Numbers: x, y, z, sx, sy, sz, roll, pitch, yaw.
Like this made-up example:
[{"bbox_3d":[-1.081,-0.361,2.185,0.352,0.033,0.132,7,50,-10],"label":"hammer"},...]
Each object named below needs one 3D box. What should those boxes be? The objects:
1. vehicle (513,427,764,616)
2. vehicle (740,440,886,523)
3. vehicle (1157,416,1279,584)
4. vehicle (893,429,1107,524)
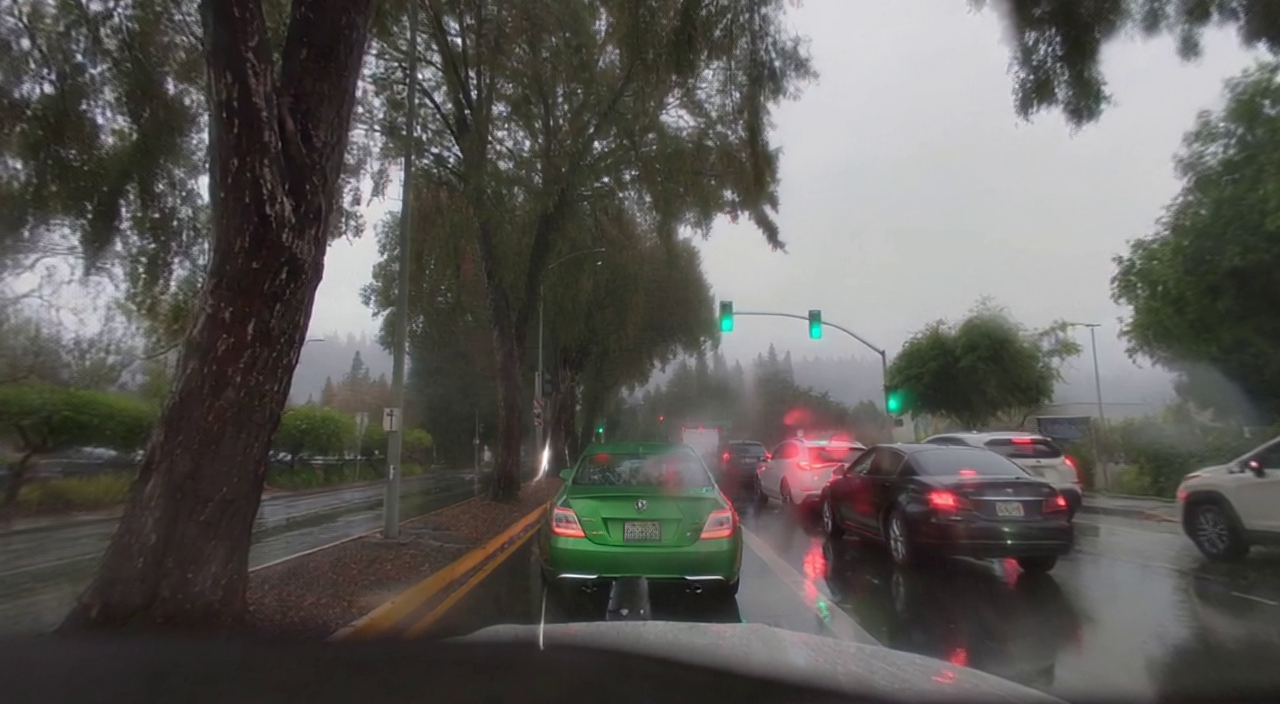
[{"bbox_3d":[0.011,1.681,7.104,2.015,1.502,3.898,0,-9,1],"label":"vehicle"},{"bbox_3d":[3.525,2.721,13.817,1.934,1.494,4.446,0,-9,0],"label":"vehicle"},{"bbox_3d":[6.939,1.342,5.580,1.783,1.572,3.421,0,-9,1],"label":"vehicle"},{"bbox_3d":[7.018,2.464,12.906,1.923,1.611,4.094,0,-9,0],"label":"vehicle"}]
